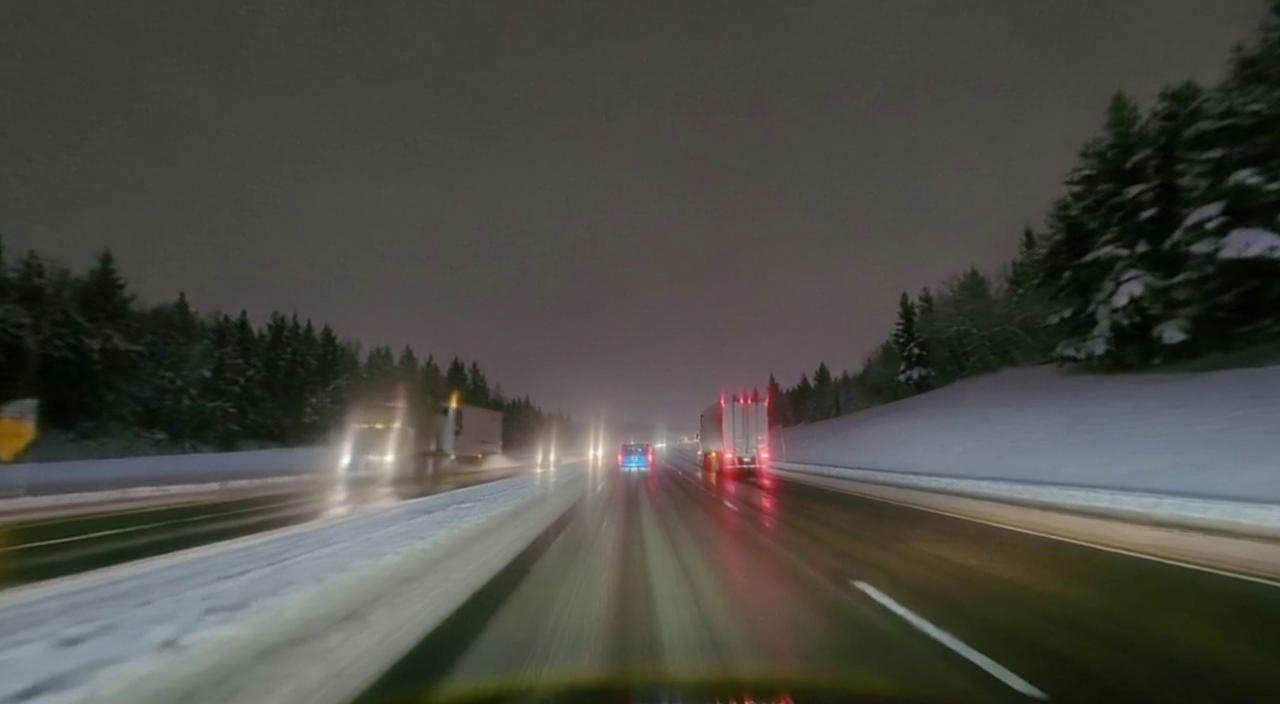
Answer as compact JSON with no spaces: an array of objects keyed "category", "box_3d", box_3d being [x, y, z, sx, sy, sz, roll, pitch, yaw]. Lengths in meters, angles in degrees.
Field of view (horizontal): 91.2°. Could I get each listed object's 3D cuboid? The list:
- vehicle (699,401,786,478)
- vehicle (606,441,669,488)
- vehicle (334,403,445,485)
[{"category":"vehicle","box_3d":[4.640,4.211,29.933,2.791,3.201,7.145,-1,-9,-1]},{"category":"vehicle","box_3d":[-0.110,3.994,22.550,2.066,1.490,3.759,0,-9,-1]},{"category":"vehicle","box_3d":[-13.330,5.008,34.148,3.013,3.911,7.182,-1,-9,0]}]
